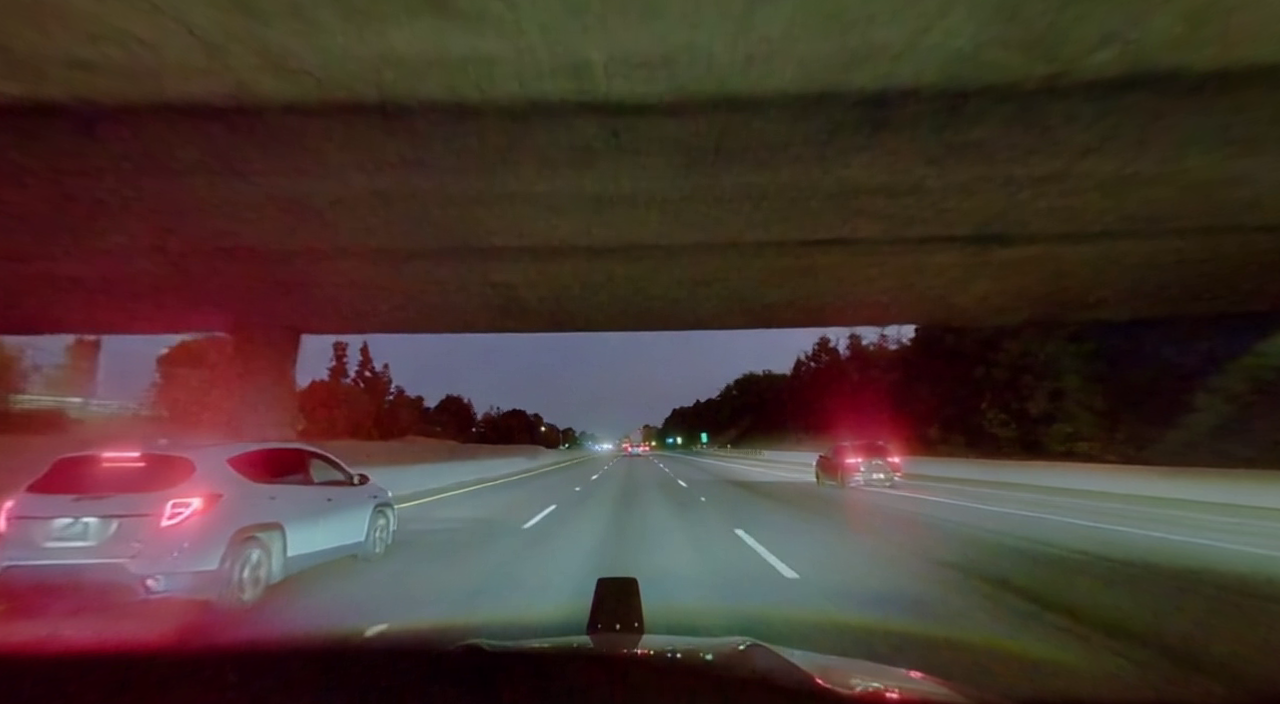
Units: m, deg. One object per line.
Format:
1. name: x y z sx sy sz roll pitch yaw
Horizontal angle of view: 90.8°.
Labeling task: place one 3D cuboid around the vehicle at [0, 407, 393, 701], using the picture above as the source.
1. vehicle: -4.075 1.404 5.556 2.050 1.547 4.266 0 -9 0
